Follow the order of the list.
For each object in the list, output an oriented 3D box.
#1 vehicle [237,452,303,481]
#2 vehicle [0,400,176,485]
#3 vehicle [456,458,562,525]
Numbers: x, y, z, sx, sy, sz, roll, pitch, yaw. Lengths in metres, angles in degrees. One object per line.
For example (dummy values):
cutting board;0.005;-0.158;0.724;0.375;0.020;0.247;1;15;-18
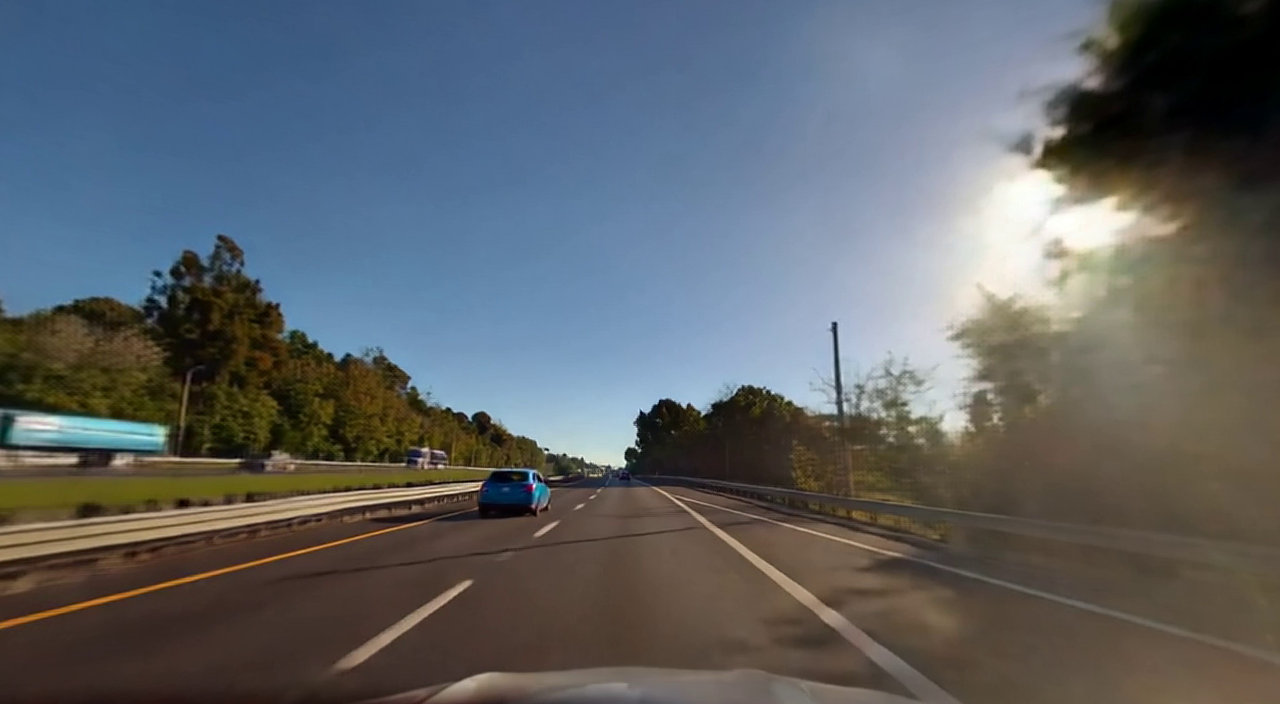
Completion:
vehicle;-24.915;7.732;42.570;1.984;1.800;4.321;1;-10;-4
vehicle;-28.242;4.649;31.094;2.808;3.437;10.955;1;-10;-4
vehicle;-3.444;3.770;17.436;1.967;1.556;4.364;1;-10;0
